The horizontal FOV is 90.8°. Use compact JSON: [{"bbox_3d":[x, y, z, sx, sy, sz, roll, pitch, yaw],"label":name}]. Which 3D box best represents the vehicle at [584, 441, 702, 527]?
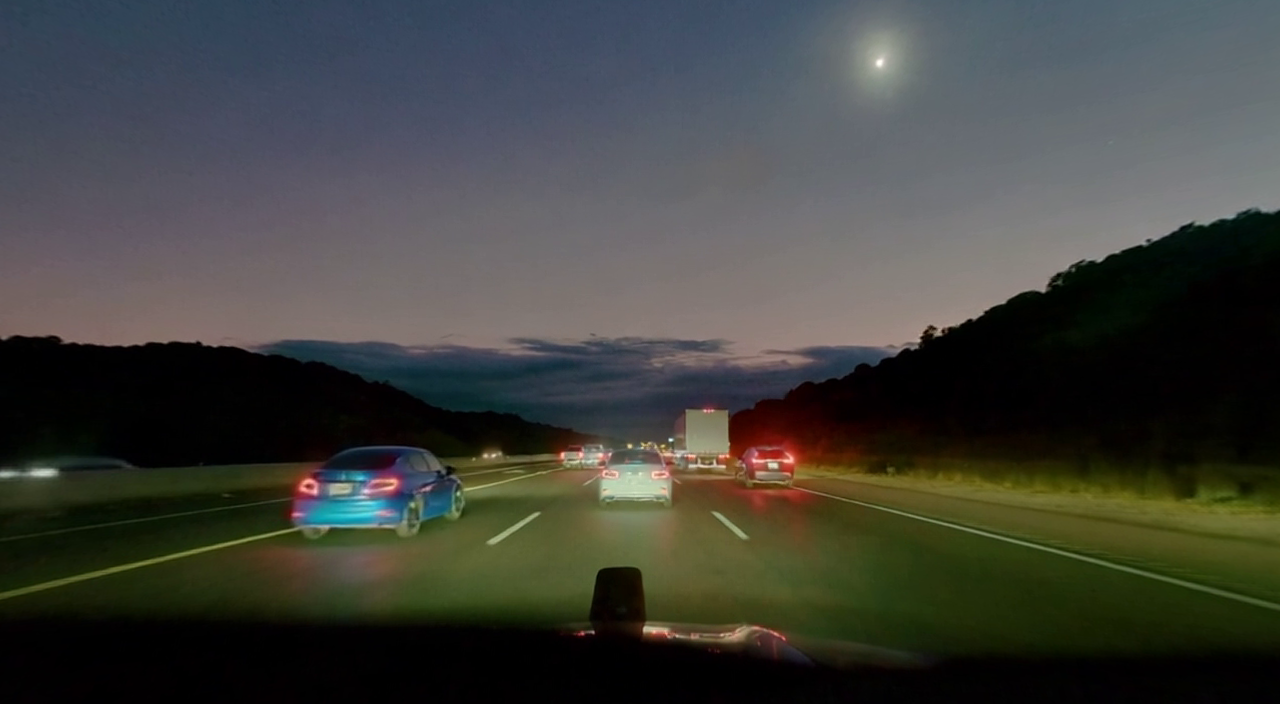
[{"bbox_3d":[0.064,2.594,12.844,2.041,1.484,3.535,0,-9,0],"label":"vehicle"}]

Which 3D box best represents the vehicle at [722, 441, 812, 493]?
[{"bbox_3d":[4.161,3.858,21.481,2.029,1.579,4.484,0,-9,-1],"label":"vehicle"}]

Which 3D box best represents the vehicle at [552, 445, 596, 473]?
[{"bbox_3d":[-4.077,6.715,39.692,2.211,1.669,4.224,0,-9,1],"label":"vehicle"}]

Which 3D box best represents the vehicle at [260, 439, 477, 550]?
[{"bbox_3d":[-4.198,2.253,10.553,1.848,1.486,3.832,0,-9,1],"label":"vehicle"}]

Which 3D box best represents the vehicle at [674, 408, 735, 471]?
[{"bbox_3d":[4.592,6.891,48.689,3.194,4.038,16.301,0,-9,1],"label":"vehicle"}]
